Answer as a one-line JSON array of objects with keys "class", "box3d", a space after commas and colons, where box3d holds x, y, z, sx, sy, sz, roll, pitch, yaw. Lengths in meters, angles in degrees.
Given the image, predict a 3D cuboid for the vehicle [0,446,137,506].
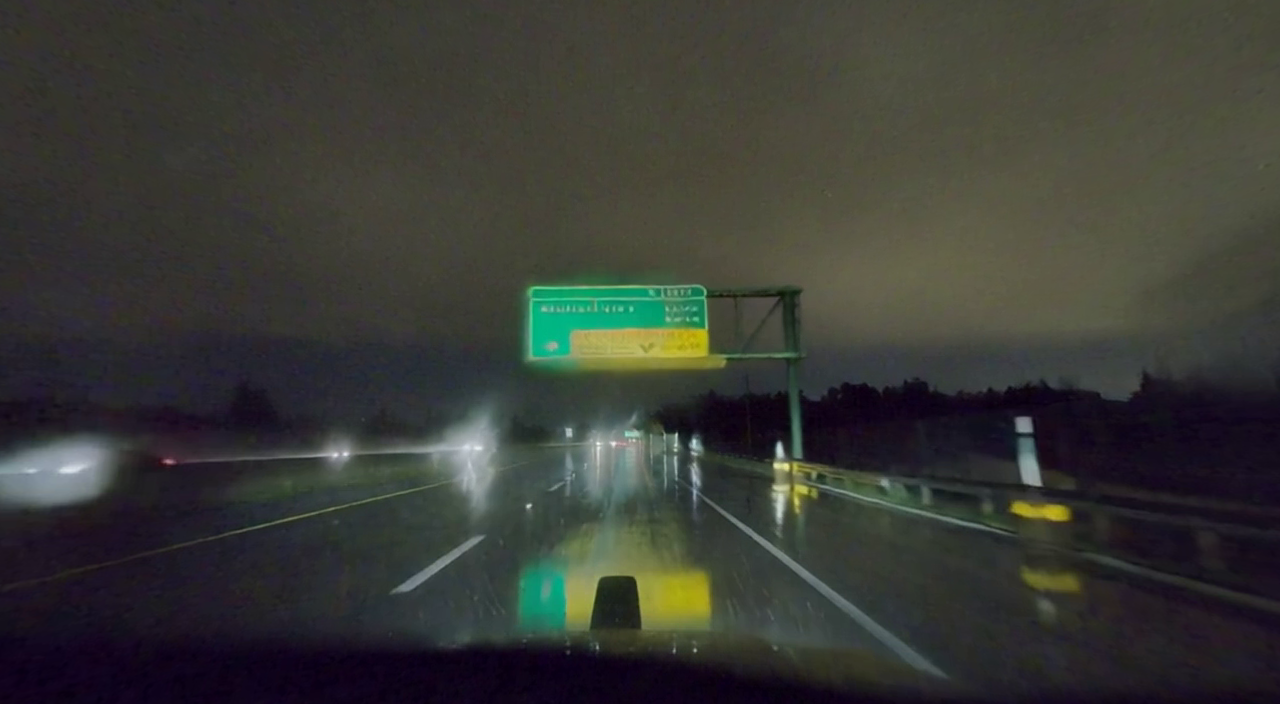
[{"class": "vehicle", "box3d": [-17.825, 3.642, 18.992, 1.950, 1.558, 4.121, 0, -8, -2]}]
